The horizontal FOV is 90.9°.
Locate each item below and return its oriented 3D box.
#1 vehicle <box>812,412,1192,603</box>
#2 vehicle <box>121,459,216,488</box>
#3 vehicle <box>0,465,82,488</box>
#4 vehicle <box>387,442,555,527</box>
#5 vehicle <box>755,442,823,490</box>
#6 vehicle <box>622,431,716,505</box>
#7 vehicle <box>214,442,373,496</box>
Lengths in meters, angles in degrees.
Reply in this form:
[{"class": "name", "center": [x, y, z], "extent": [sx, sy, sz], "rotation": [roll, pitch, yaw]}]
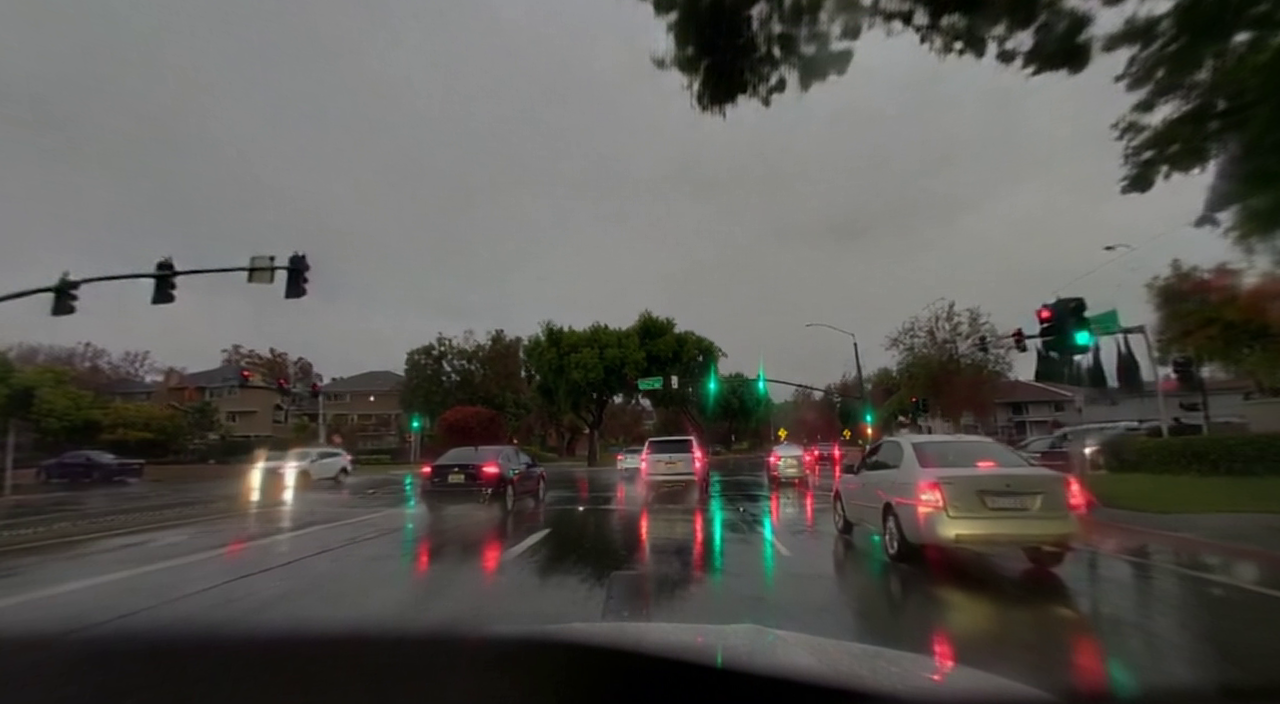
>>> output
[{"class": "vehicle", "center": [3.784, 1.710, 7.879], "extent": [2.106, 1.636, 4.655], "rotation": [-1, -9, 2]}, {"class": "vehicle", "center": [-29.331, 7.557, 39.249], "extent": [4.711, 1.661, 1.990], "rotation": [-2, -9, 11]}, {"class": "vehicle", "center": [-42.288, 8.716, 44.101], "extent": [4.634, 1.452, 1.888], "rotation": [0, -9, 0]}, {"class": "vehicle", "center": [-3.293, 2.684, 13.432], "extent": [2.006, 1.464, 4.586], "rotation": [-1, -9, 4]}, {"class": "vehicle", "center": [5.207, 4.007, 22.415], "extent": [1.859, 1.540, 3.454], "rotation": [-1, -9, 6]}, {"class": "vehicle", "center": [0.893, 3.170, 17.607], "extent": [2.250, 1.768, 4.574], "rotation": [-1, -9, 5]}, {"class": "vehicle", "center": [-12.155, 4.109, 22.276], "extent": [4.578, 1.759, 1.996], "rotation": [-2, -9, 9]}]
